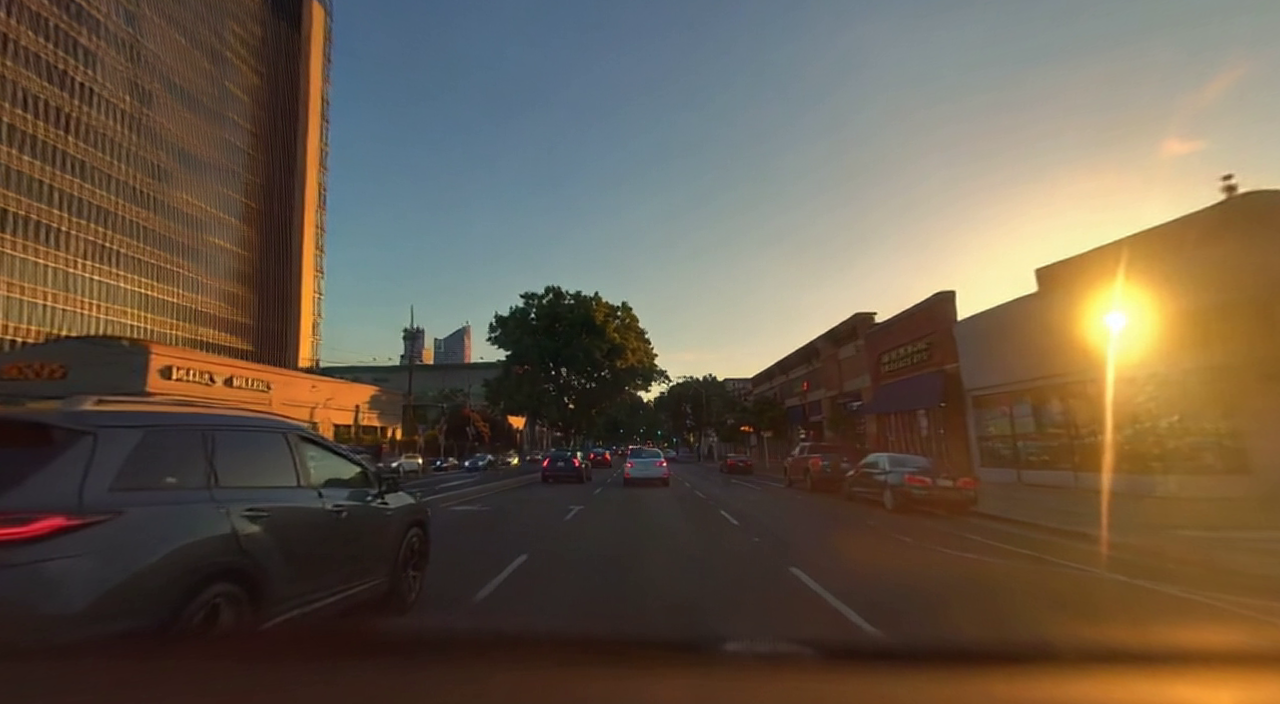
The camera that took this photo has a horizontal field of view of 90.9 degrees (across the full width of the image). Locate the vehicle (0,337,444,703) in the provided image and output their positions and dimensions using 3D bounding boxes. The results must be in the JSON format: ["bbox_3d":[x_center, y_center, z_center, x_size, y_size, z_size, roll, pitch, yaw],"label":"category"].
[{"bbox_3d":[-2.941,1.064,3.743,2.049,1.646,4.445,0,-9,1],"label":"vehicle"}]

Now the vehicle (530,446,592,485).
[{"bbox_3d":[-3.169,4.658,26.242,1.950,1.450,4.257,0,-9,1],"label":"vehicle"}]

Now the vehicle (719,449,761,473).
[{"bbox_3d":[6.801,7.447,43.334,2.014,1.495,4.562,0,-9,-1],"label":"vehicle"}]

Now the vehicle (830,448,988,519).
[{"bbox_3d":[6.362,3.130,15.576,1.944,1.462,4.406,0,-9,0],"label":"vehicle"}]

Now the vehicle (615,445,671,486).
[{"bbox_3d":[0.122,4.431,24.968,2.037,1.484,4.073,0,-9,0],"label":"vehicle"}]

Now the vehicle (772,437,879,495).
[{"bbox_3d":[6.440,4.022,22.619,2.159,1.817,5.056,0,-9,-2],"label":"vehicle"}]
